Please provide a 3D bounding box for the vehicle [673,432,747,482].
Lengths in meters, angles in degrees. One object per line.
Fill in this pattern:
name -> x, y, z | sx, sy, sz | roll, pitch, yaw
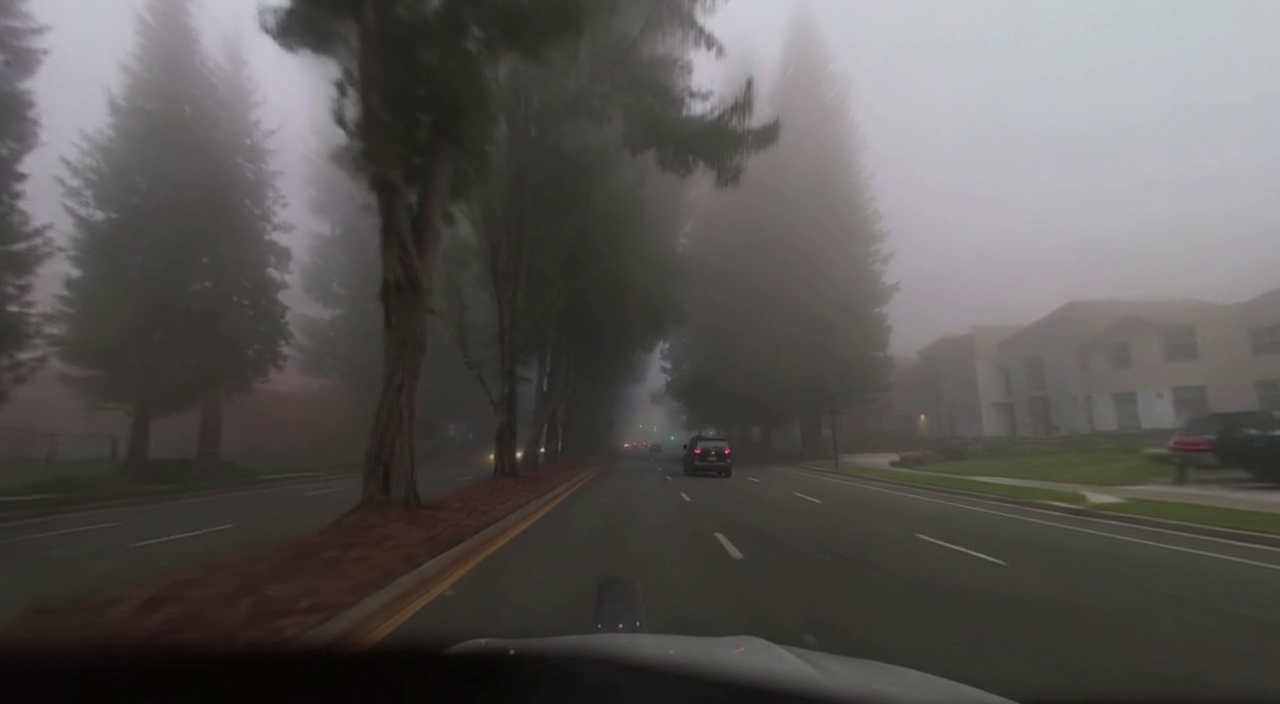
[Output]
vehicle -> 2.590, 4.035, 24.638 | 2.240, 1.740, 4.605 | 0, -8, -2
